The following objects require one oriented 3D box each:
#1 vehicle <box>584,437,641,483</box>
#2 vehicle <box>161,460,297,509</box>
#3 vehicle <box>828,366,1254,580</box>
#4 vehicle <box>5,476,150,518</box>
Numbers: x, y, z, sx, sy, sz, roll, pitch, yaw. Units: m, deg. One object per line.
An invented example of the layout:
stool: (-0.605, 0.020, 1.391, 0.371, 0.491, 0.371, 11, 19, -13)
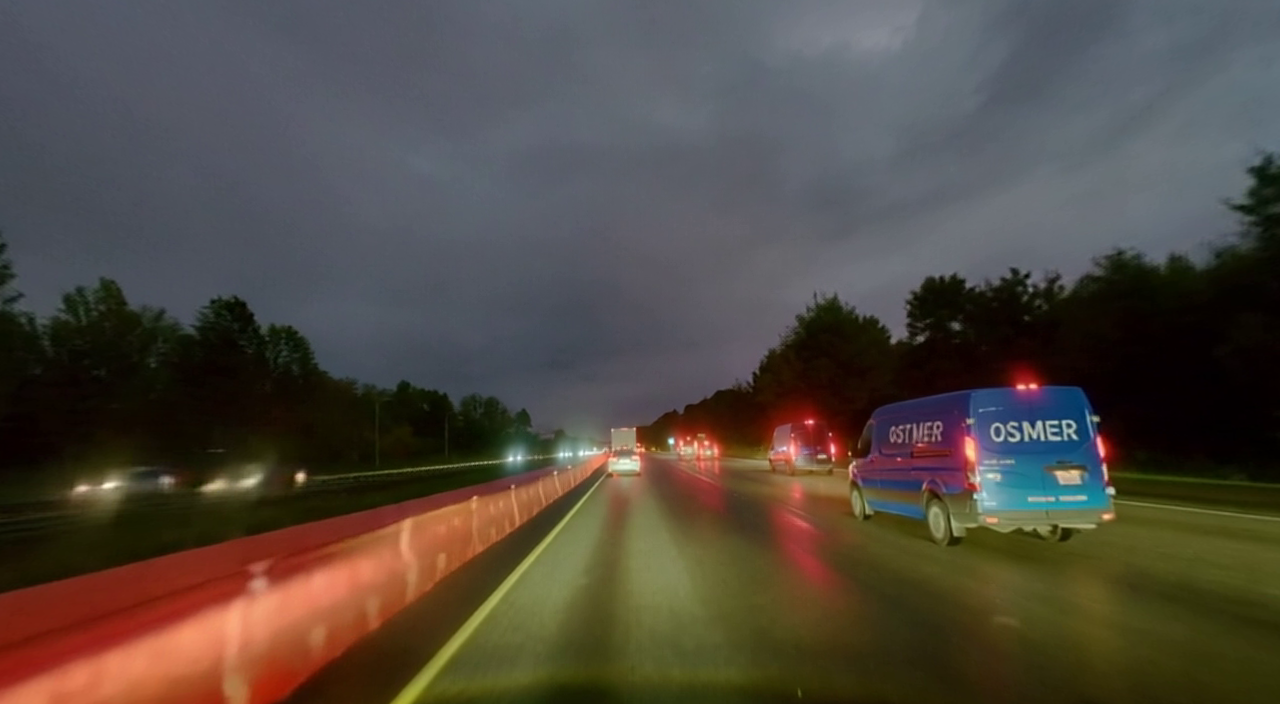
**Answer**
vehicle: (-1.066, 4.227, 24.902, 2.100, 1.636, 3.620, 0, -8, -2)
vehicle: (-14.624, 4.714, 22.776, 1.876, 1.451, 4.620, 0, -9, -1)
vehicle: (4.598, 1.510, 8.599, 2.223, 2.008, 5.121, 0, -8, -3)
vehicle: (-22.137, 5.705, 25.046, 1.889, 1.501, 4.156, 0, -11, 0)
